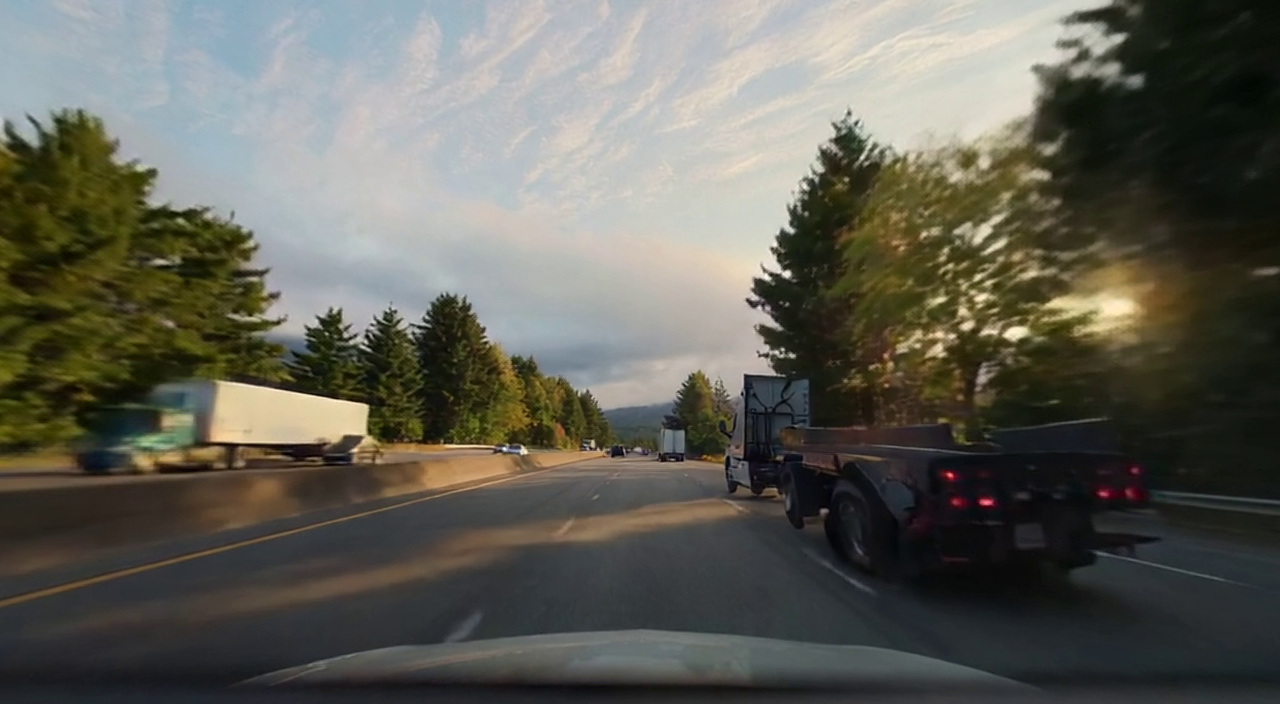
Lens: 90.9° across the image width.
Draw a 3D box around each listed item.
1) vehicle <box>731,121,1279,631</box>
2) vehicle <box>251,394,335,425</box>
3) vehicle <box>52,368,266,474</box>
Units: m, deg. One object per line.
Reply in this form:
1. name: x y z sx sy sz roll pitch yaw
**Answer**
1. vehicle: 4.146 1.096 11.527 2.950 4.033 13.276 0 -9 0
2. vehicle: -19.257 3.278 35.200 2.152 1.412 4.348 0 -9 0
3. vehicle: -19.366 3.024 26.243 2.936 3.776 7.343 0 -9 0
